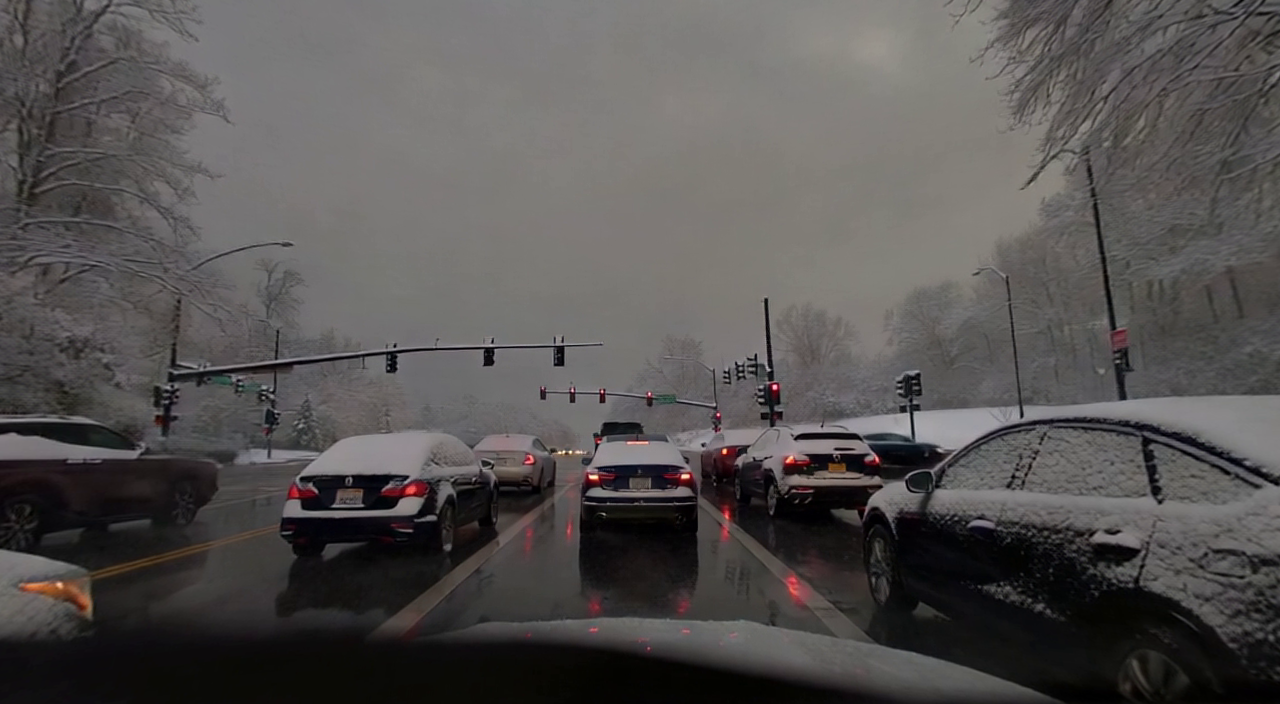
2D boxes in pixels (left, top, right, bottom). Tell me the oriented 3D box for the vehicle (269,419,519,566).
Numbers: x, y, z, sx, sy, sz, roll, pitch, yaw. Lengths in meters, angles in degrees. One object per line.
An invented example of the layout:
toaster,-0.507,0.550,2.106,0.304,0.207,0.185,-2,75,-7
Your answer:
vehicle,-3.055,1.824,8.978,1.896,1.546,4.378,0,-8,-2

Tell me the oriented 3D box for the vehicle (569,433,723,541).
vehicle,0.010,2.101,10.422,2.076,1.438,3.770,0,-8,-2

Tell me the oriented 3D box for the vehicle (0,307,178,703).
vehicle,-3.199,0.498,0.600,2.079,1.756,4.676,0,-8,-2

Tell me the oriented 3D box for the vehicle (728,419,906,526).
vehicle,3.081,2.199,12.008,2.106,1.667,4.101,0,-8,-1

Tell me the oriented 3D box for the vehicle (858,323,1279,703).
vehicle,3.156,0.992,3.731,2.074,1.685,4.387,0,-8,-1
